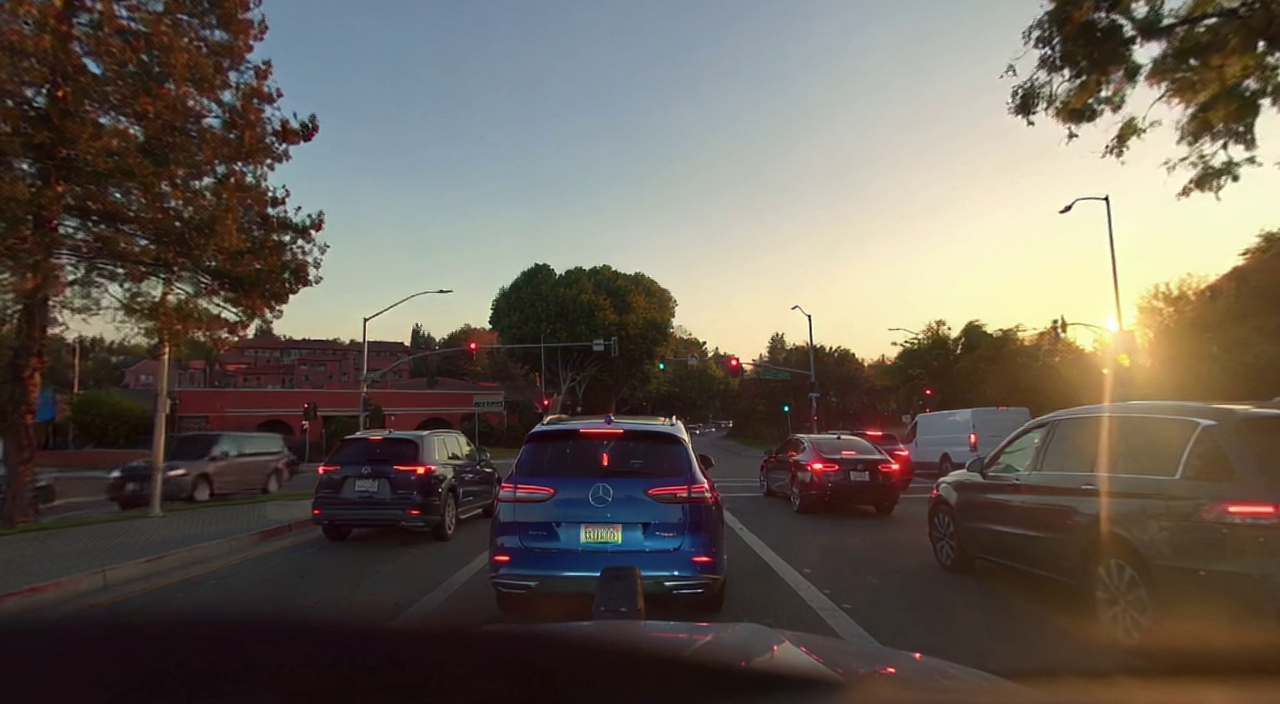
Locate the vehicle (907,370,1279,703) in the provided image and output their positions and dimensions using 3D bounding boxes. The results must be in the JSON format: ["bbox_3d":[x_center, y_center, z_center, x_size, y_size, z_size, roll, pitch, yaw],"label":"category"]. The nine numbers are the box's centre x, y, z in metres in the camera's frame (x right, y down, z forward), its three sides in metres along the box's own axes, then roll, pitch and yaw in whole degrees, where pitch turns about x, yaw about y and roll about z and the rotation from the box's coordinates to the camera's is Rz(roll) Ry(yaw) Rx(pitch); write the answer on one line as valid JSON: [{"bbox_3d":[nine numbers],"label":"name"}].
[{"bbox_3d":[4.165,1.281,5.392,2.014,1.740,4.515,-1,-8,4],"label":"vehicle"}]

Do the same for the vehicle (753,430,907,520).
[{"bbox_3d":[3.673,2.437,12.983,1.847,1.554,3.885,0,-8,-2],"label":"vehicle"}]

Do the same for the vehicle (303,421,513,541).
[{"bbox_3d":[-3.762,2.166,11.224,2.012,1.701,4.316,0,-8,1],"label":"vehicle"}]

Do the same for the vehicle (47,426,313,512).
[{"bbox_3d":[-12.138,3.136,17.611,2.276,1.926,6.686,0,-8,1],"label":"vehicle"}]

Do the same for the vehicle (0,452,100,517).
[{"bbox_3d":[-15.822,3.215,15.399,1.774,1.468,3.863,0,-8,1],"label":"vehicle"}]

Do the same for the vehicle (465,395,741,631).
[{"bbox_3d":[-0.154,1.480,6.743,2.022,1.700,4.084,0,-9,4],"label":"vehicle"}]
